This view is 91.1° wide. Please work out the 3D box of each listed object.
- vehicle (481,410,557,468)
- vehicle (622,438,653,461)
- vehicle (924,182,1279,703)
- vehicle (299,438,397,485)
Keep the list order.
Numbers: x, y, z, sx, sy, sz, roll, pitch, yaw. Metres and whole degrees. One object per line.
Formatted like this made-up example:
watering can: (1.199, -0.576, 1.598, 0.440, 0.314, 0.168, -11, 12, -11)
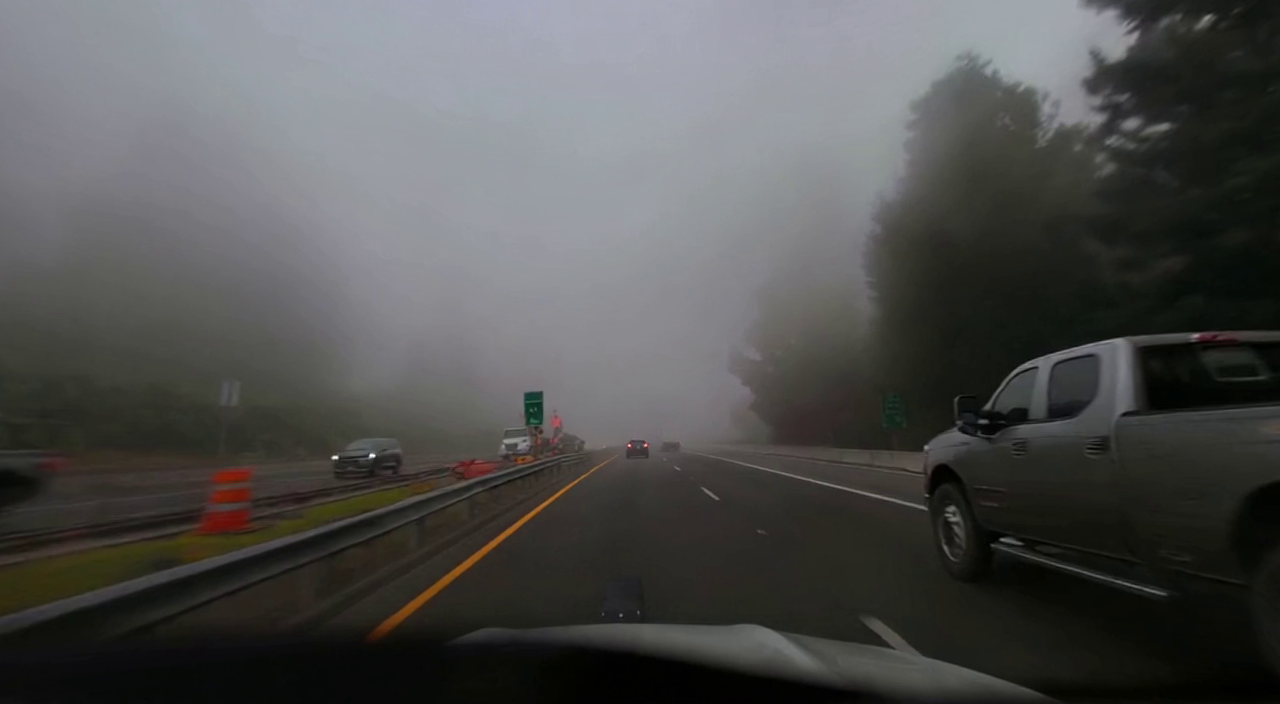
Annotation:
vehicle: (-8.167, 6.090, 43.934, 3.088, 3.551, 10.063, -1, -8, 1)
vehicle: (-0.188, 6.465, 41.810, 2.004, 1.472, 4.075, 0, -8, -1)
vehicle: (4.155, 0.500, 3.240, 2.724, 2.337, 5.508, 0, -8, 0)
vehicle: (-12.943, 4.837, 28.244, 2.048, 1.875, 4.950, 0, -8, 0)
